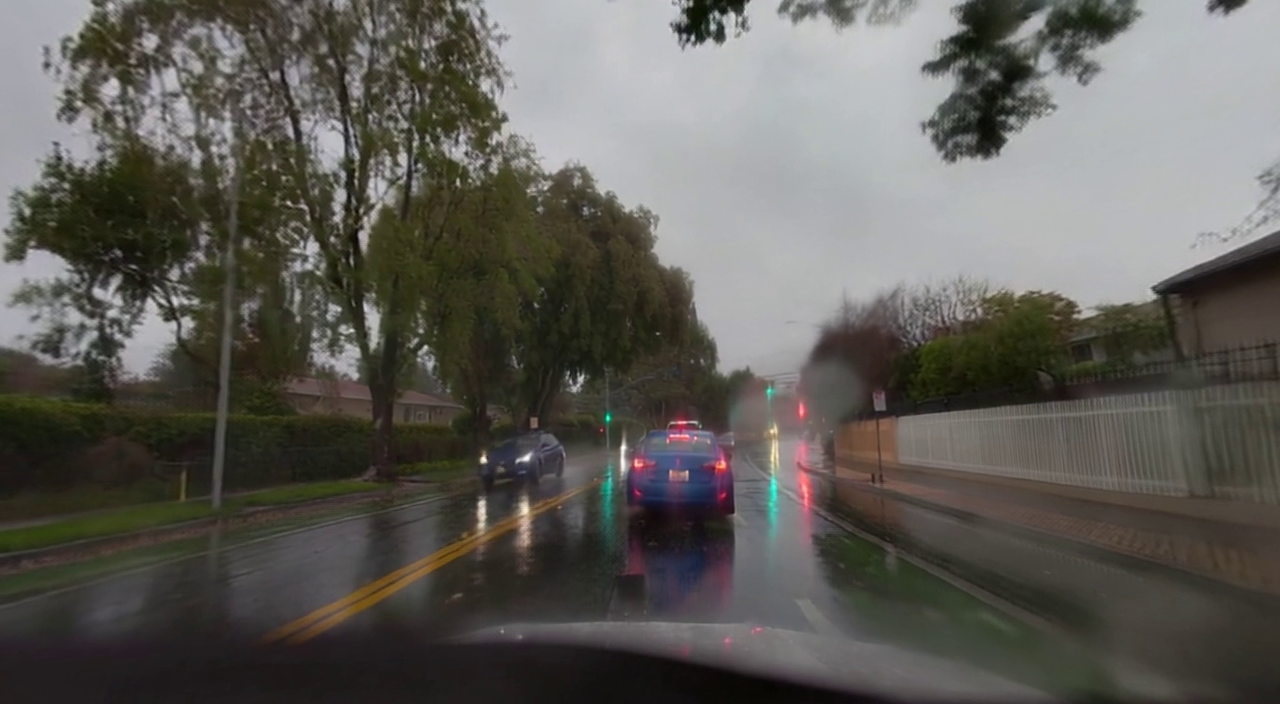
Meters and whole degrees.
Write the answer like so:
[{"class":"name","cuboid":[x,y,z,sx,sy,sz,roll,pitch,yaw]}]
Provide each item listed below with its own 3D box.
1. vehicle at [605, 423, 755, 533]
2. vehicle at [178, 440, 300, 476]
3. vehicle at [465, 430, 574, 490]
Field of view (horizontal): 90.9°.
[{"class":"vehicle","cuboid":[0.622,2.039,10.772,2.070,1.516,3.936,0,-8,2]},{"class":"vehicle","cuboid":[-17.432,4.627,27.500,4.069,1.445,2.063,-2,-9,10]},{"class":"vehicle","cuboid":[-3.676,3.413,20.284,2.082,1.682,4.623,-1,-8,7]}]
